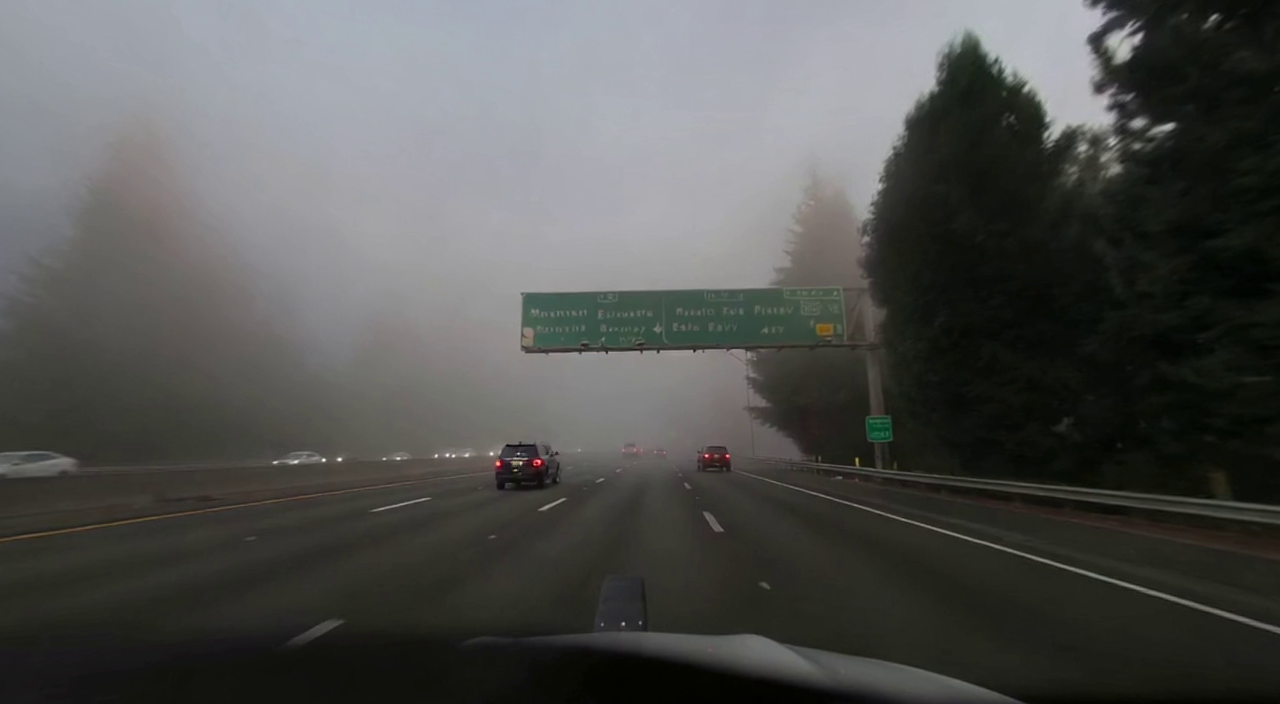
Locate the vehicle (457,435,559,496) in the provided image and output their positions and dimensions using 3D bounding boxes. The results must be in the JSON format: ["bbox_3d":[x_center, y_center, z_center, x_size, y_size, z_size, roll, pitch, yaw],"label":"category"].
[{"bbox_3d":[-4.064,3.583,20.333,2.196,1.733,4.355,-1,-8,2],"label":"vehicle"}]

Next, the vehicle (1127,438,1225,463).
[{"bbox_3d":[36.100,6.668,42.567,4.671,1.619,2.080,0,-8,1],"label":"vehicle"}]

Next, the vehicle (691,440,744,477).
[{"bbox_3d":[3.776,5.269,31.548,2.229,1.704,4.392,0,-8,2],"label":"vehicle"}]

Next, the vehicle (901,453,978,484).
[{"bbox_3d":[15.828,6.152,33.620,1.941,1.475,4.406,0,-8,1],"label":"vehicle"}]
